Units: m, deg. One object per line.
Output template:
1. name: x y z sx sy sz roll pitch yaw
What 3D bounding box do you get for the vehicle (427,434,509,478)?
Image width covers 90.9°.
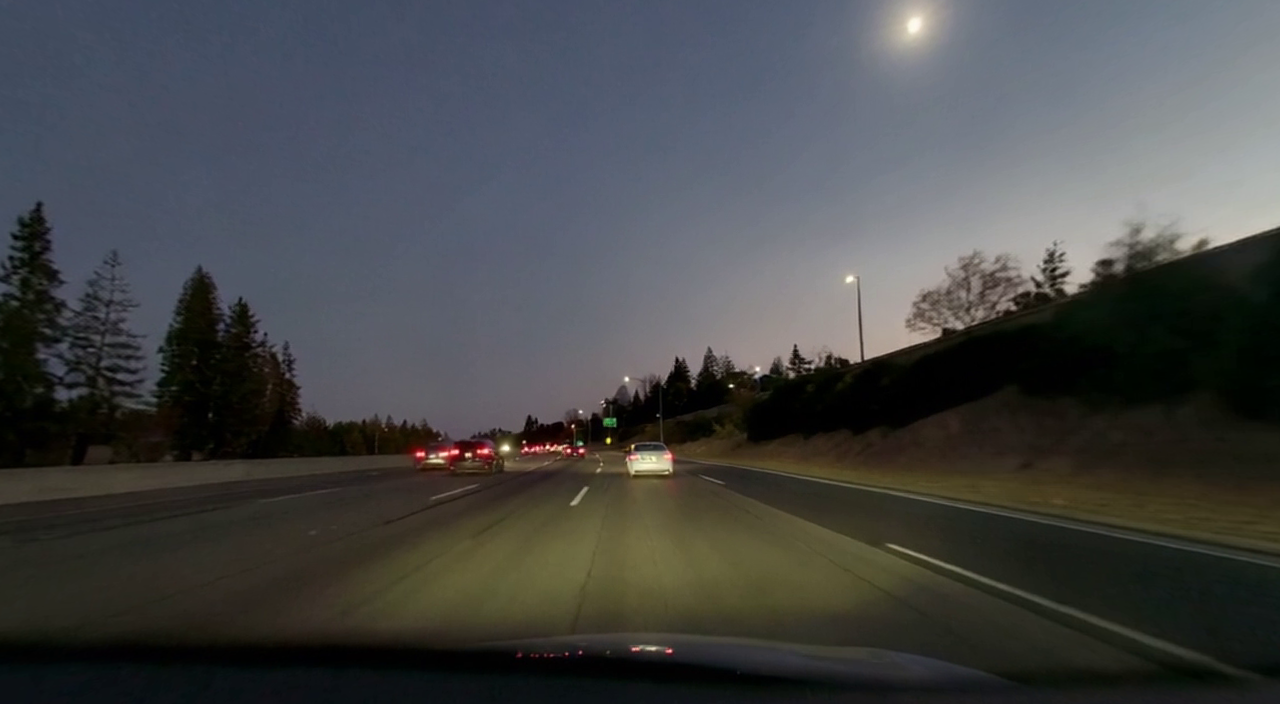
1. vehicle: -7.088 4.332 26.574 2.221 1.693 4.631 0 -8 -1

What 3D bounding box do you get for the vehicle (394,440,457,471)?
1. vehicle: -11.417 5.515 33.896 2.041 1.534 4.140 0 -8 -2

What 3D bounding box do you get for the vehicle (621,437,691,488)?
1. vehicle: 0.411 3.516 20.401 2.051 1.444 3.927 0 -8 -1
